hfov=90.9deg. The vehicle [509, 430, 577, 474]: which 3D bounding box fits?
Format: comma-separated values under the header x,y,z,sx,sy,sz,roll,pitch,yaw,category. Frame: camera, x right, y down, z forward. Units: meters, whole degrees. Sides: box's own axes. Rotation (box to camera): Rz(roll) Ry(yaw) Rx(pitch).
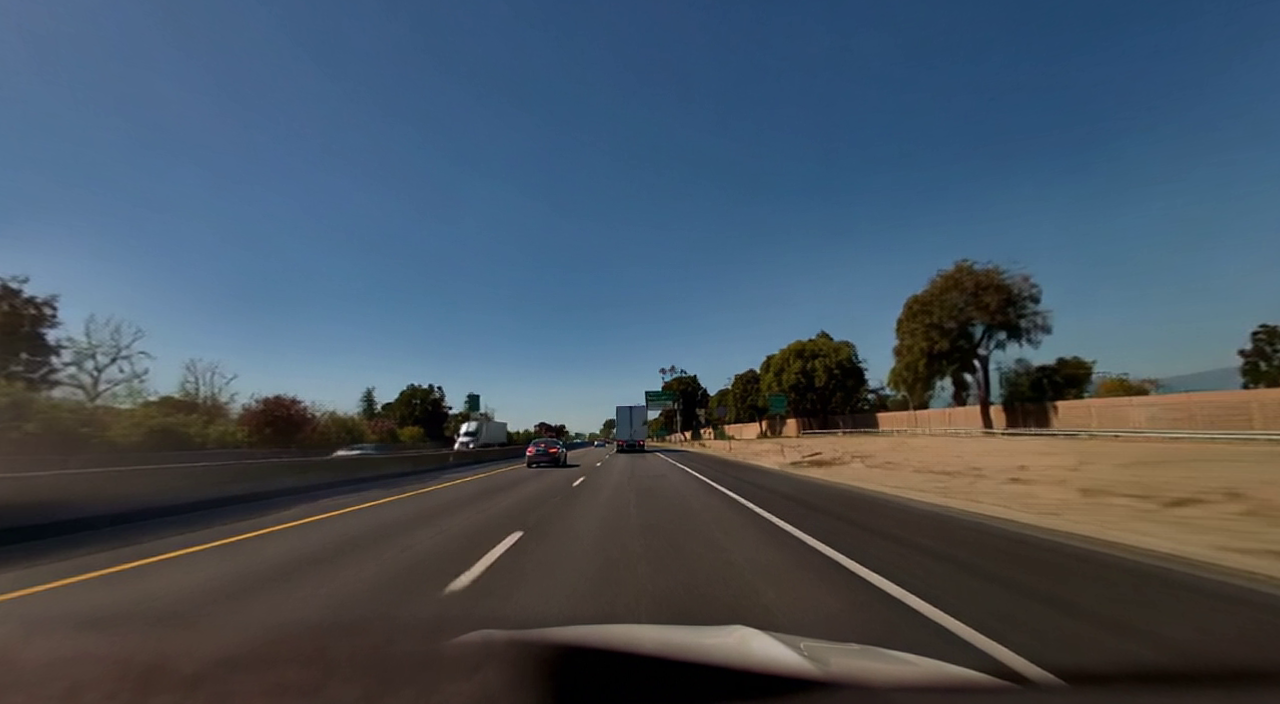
x,y,z,sx,sy,sz,roll,pitch,yaw,category
-3.863,4.078,26.067,2.123,1.655,4.688,0,-8,-1,vehicle
